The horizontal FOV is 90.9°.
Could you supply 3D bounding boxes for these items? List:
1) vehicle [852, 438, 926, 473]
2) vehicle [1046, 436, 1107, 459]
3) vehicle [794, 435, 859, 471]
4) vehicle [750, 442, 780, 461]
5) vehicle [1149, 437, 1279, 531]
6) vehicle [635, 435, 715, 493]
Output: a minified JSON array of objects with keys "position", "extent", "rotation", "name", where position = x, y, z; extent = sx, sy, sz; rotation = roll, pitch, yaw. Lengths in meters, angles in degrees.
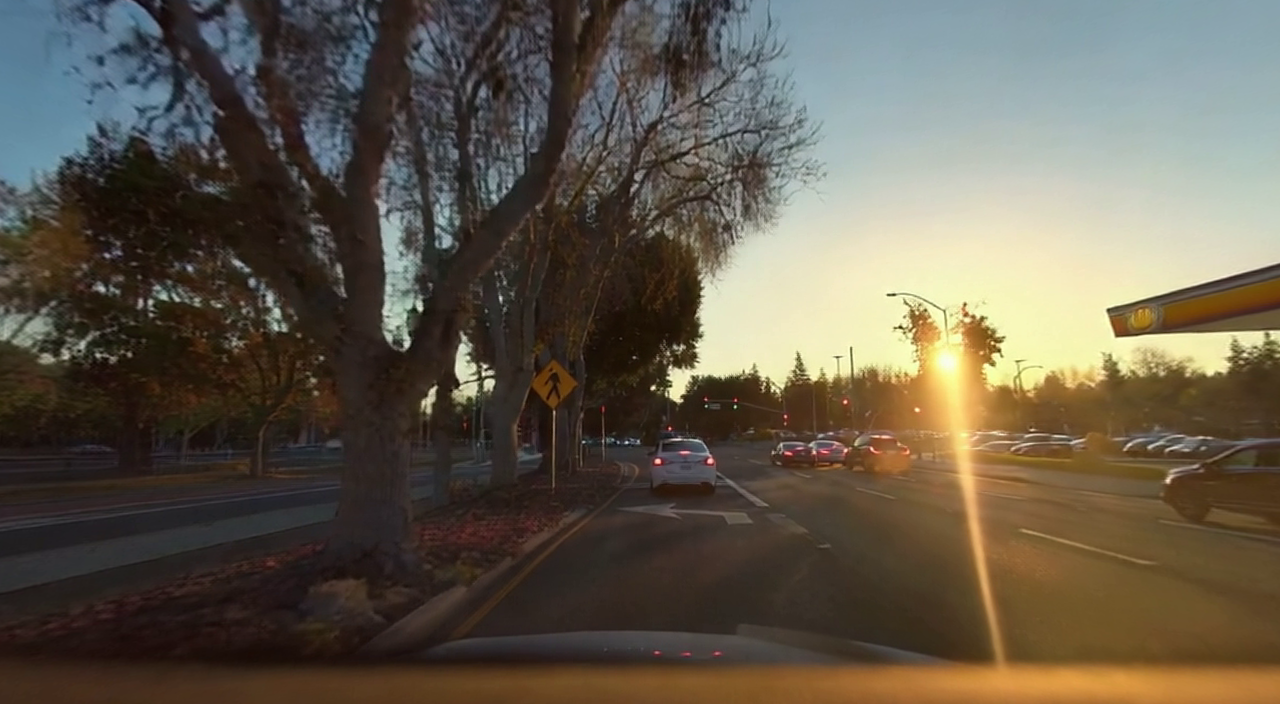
[{"position":[12.142,5.097,31.109],"extent":[1.976,1.584,4.516],"rotation":[0,-9,3],"name":"vehicle"},{"position":[31.318,6.890,45.329],"extent":[1.914,1.563,3.672],"rotation":[-1,-9,5],"name":"vehicle"},{"position":[9.446,5.170,32.340],"extent":[1.991,1.695,4.357],"rotation":[0,-9,0],"name":"vehicle"},{"position":[9.726,7.758,49.329],"extent":[1.716,1.400,3.921],"rotation":[0,-9,2],"name":"vehicle"},{"position":[11.051,2.120,10.225],"extent":[1.880,1.472,4.694],"rotation":[-1,-9,3],"name":"vehicle"},{"position":[0.973,3.189,18.234],"extent":[2.032,1.461,4.173],"rotation":[0,-9,2],"name":"vehicle"}]
